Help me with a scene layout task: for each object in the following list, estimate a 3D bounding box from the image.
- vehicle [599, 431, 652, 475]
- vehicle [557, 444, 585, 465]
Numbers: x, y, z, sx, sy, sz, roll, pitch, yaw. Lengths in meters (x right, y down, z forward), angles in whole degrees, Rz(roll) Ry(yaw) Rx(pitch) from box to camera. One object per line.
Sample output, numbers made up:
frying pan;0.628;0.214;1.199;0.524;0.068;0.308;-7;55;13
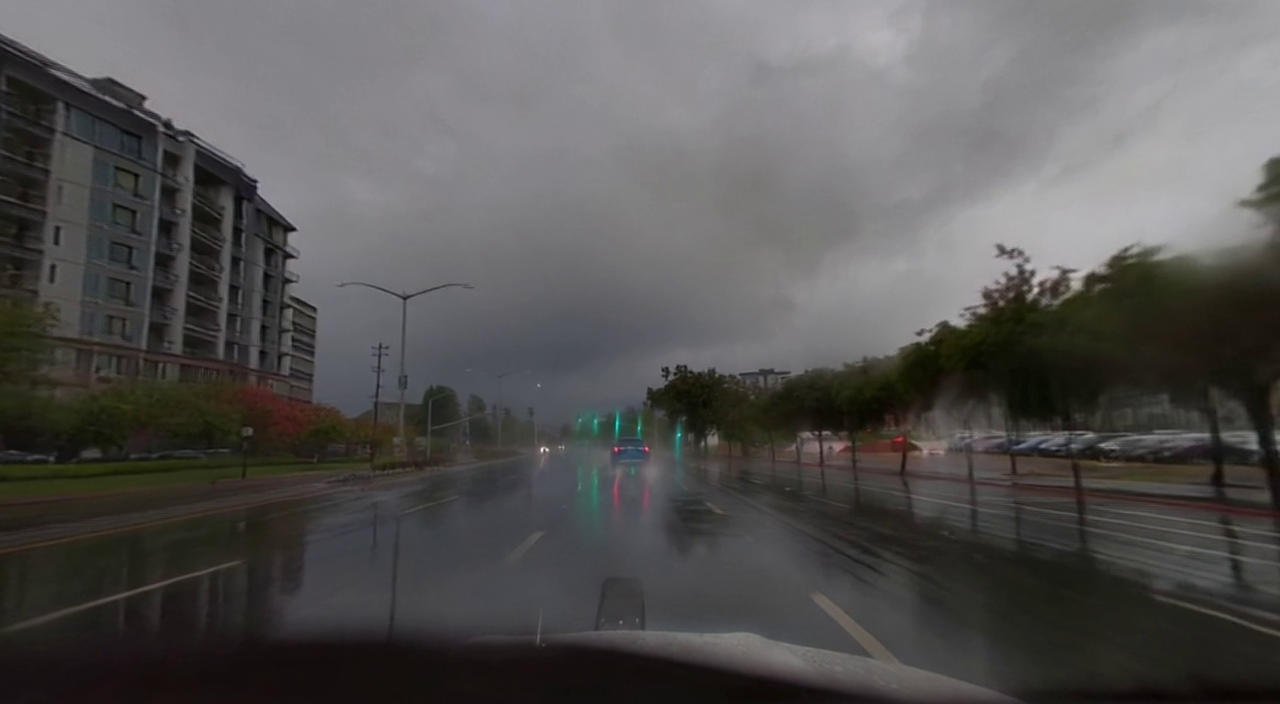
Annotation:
vehicle;-0.732;4.724;29.631;2.260;1.872;4.578;0;-9;-3
vehicle;-5.015;7.457;46.258;1.904;1.460;4.300;0;-9;-4
